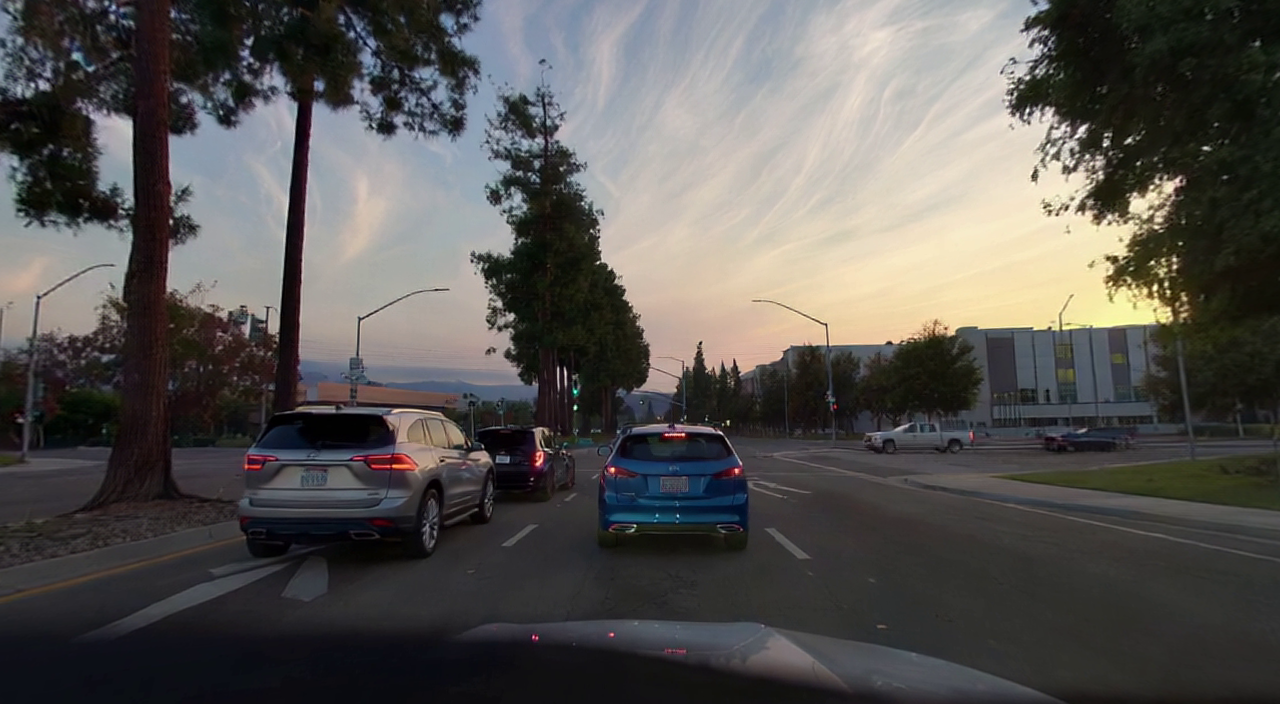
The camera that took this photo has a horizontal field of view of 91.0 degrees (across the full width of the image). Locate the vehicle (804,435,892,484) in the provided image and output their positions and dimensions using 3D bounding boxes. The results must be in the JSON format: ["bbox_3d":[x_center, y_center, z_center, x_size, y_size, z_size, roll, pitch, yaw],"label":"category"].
[{"bbox_3d":[7.442,3.860,22.963,2.067,1.599,4.251,-1,-8,5],"label":"vehicle"}]

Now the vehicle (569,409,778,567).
[{"bbox_3d":[0.374,1.741,8.769,2.189,1.649,4.171,0,-8,1],"label":"vehicle"}]

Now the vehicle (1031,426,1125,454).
[{"bbox_3d":[28.024,5.662,40.464,4.629,1.687,1.824,-4,-9,24],"label":"vehicle"}]

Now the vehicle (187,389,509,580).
[{"bbox_3d":[-3.259,1.591,8.288,2.085,1.812,4.388,0,-8,0],"label":"vehicle"}]
